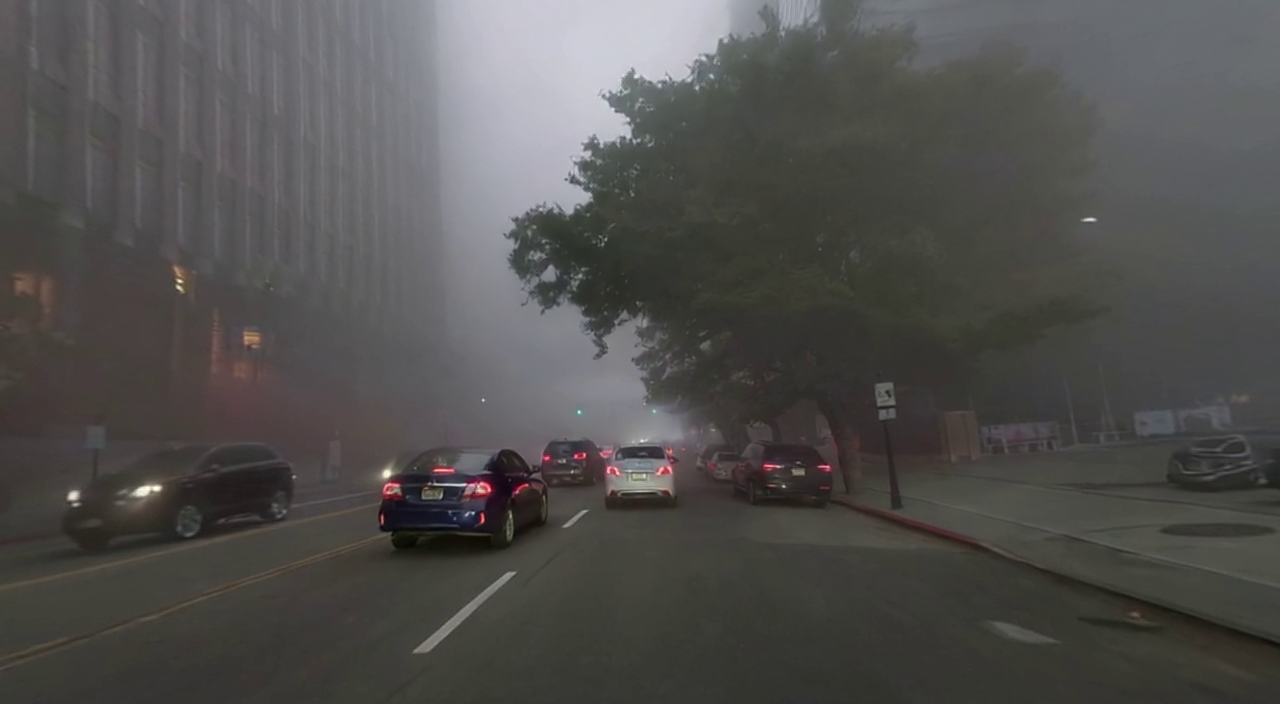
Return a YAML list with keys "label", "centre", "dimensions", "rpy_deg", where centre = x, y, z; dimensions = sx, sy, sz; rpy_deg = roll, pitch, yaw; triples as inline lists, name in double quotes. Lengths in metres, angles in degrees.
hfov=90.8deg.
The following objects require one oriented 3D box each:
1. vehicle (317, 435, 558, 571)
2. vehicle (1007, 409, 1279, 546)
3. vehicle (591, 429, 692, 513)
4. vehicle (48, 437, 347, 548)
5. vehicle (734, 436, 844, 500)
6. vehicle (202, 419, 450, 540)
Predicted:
- label: "vehicle"
  centre: [-2.528, 1.987, 9.209]
  dimensions: [1.940, 1.481, 4.376]
  rpy_deg: [0, -8, 2]
- label: "vehicle"
  centre: [7.722, 1.575, 8.240]
  dimensions: [4.586, 1.542, 1.972]
  rpy_deg: [0, -8, 1]
- label: "vehicle"
  centre: [0.102, 2.775, 15.210]
  dimensions: [2.076, 1.667, 3.948]
  rpy_deg: [1, -8, 2]
- label: "vehicle"
  centre: [-8.679, 2.757, 13.318]
  dimensions: [2.401, 1.765, 5.307]
  rpy_deg: [2, -8, 0]
- label: "vehicle"
  centre: [3.886, 3.068, 17.290]
  dimensions: [2.065, 1.461, 4.181]
  rpy_deg: [1, -8, 1]
- label: "vehicle"
  centre: [-5.650, 2.344, 12.335]
  dimensions: [2.223, 1.874, 4.749]
  rpy_deg: [0, -8, 2]
